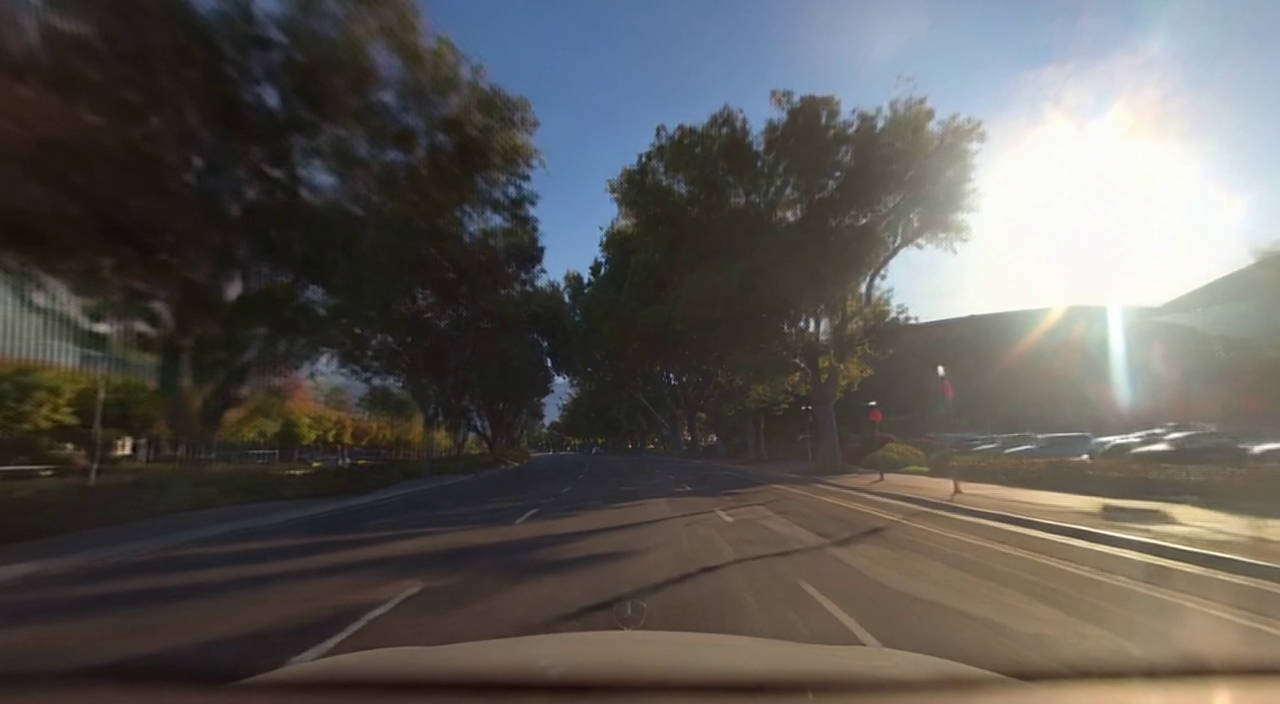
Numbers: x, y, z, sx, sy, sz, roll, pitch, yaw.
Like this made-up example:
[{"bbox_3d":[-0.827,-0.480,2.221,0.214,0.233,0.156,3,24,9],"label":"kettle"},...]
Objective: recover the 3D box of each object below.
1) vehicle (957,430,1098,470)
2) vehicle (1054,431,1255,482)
[{"bbox_3d":[15.816,4.009,25.859,4.526,1.517,1.979,1,-9,-4],"label":"vehicle"},{"bbox_3d":[15.396,3.129,19.096,4.120,1.357,2.170,-2,-7,2],"label":"vehicle"}]
